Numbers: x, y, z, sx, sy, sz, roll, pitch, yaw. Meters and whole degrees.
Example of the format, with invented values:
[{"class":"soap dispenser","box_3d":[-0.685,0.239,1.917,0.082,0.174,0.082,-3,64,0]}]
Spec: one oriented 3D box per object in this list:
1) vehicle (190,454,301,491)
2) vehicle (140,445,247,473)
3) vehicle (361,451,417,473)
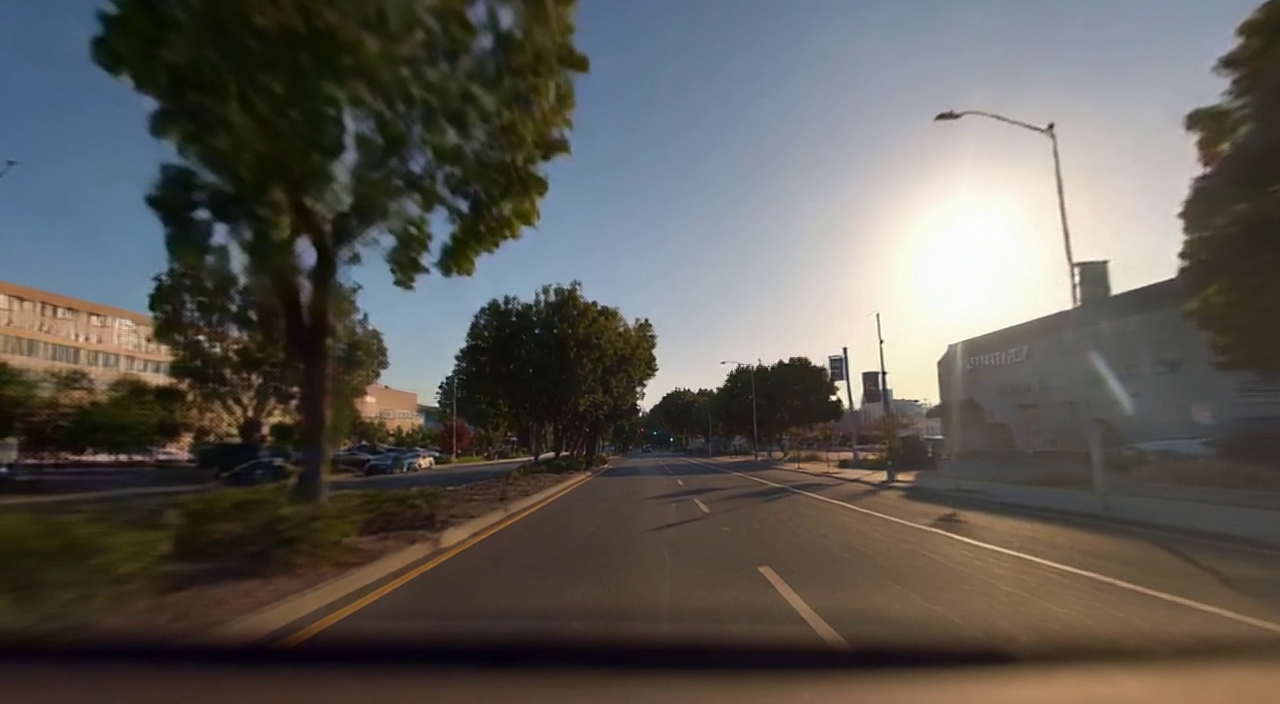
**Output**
[{"class":"vehicle","box_3d":[-18.906,5.776,30.413,2.121,1.567,5.042,0,-9,0]},{"class":"vehicle","box_3d":[-26.519,6.361,37.460,4.727,1.611,1.960,1,-9,-7]},{"class":"vehicle","box_3d":[-18.692,8.188,47.039,2.034,1.562,4.828,-1,-9,3]}]
